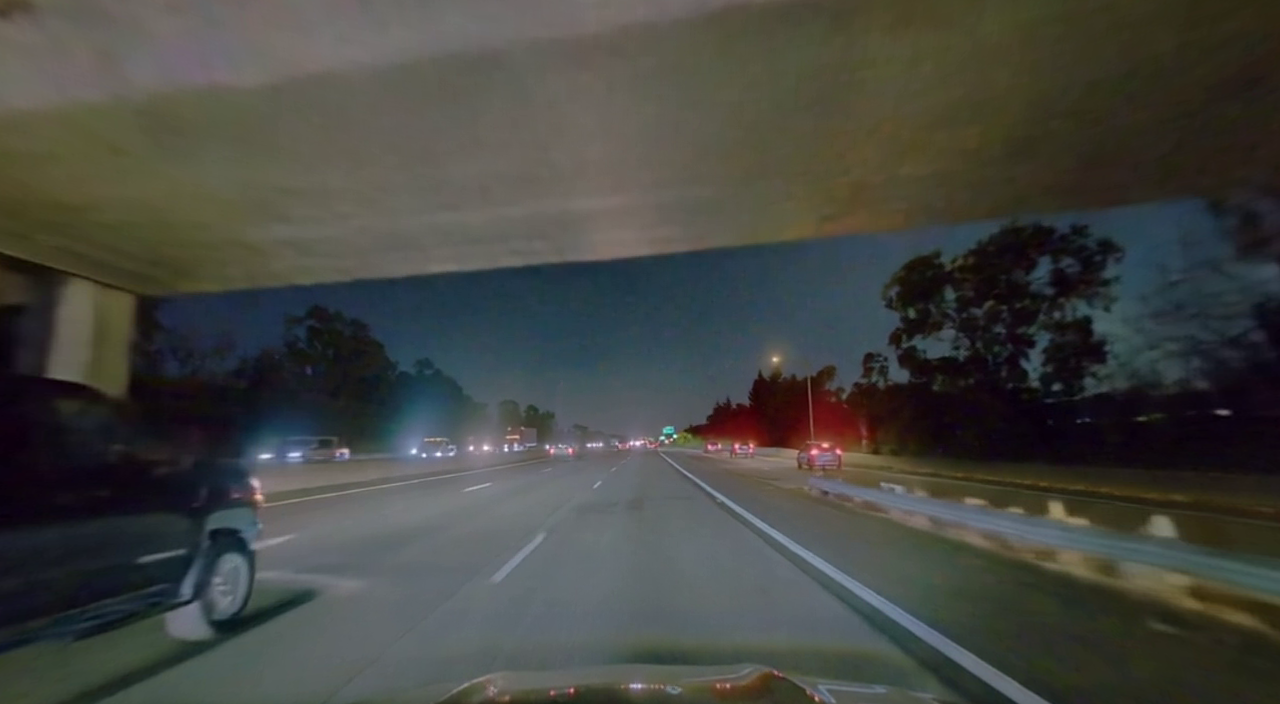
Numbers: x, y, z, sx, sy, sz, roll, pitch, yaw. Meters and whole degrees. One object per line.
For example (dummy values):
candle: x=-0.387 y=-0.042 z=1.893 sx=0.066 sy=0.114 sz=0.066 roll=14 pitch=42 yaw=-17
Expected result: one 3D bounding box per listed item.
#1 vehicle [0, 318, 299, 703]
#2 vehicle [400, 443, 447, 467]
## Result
vehicle: x=-3.715 y=0.801 z=2.527 sx=1.994 sy=1.911 sz=4.819 roll=0 pitch=-8 yaw=0
vehicle: x=-16.391 y=7.783 z=47.950 sx=2.036 sy=1.666 sz=4.303 roll=0 pitch=-8 yaw=1
